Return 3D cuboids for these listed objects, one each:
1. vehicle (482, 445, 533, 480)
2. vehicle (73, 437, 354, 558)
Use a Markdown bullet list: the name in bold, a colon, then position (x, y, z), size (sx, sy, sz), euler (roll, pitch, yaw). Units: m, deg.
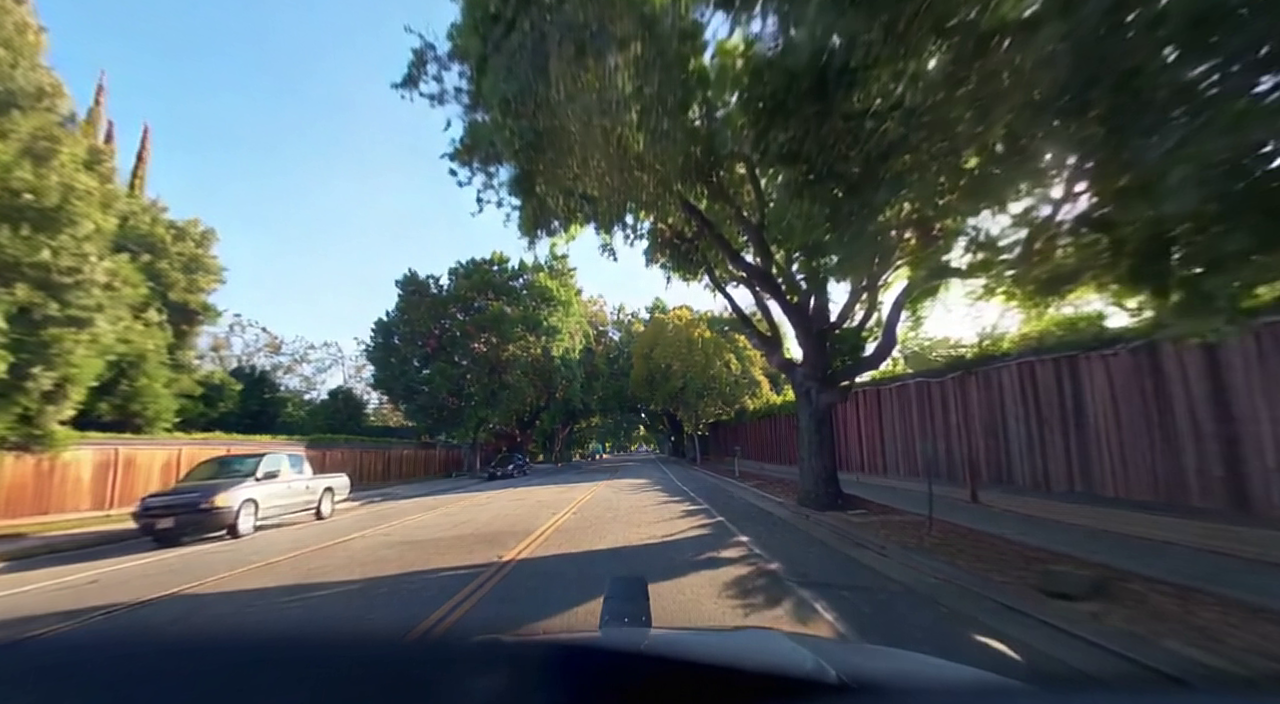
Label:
- **vehicle**: position (-7.537, 6.280, 36.188), size (1.945, 1.760, 4.021), euler (-3, -8, 2)
- **vehicle**: position (-7.477, 2.507, 11.807), size (1.999, 1.714, 4.517), euler (-3, -8, 3)
